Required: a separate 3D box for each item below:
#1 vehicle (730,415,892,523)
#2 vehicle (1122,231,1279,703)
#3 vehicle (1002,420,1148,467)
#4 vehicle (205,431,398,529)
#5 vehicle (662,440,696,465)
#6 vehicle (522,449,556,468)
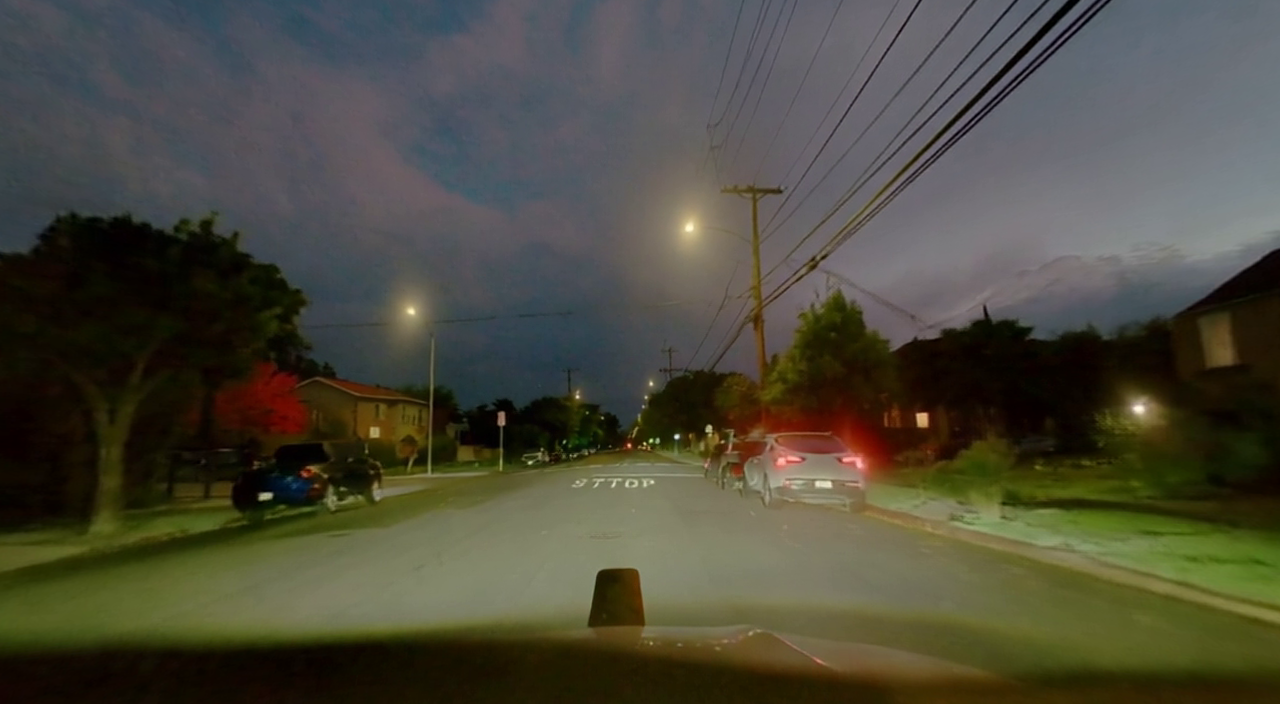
[{"bbox_3d":[3.162,2.280,12.737,1.993,1.778,4.311,0,-9,0],"label":"vehicle"},{"bbox_3d":[3.433,0.255,0.105,2.111,2.054,5.748,0,-9,0],"label":"vehicle"},{"bbox_3d":[19.221,4.071,28.094,4.826,1.933,2.166,1,-8,1],"label":"vehicle"},{"bbox_3d":[-7.315,2.858,14.272,1.980,1.664,4.342,-5,-11,-1],"label":"vehicle"},{"bbox_3d":[2.794,7.317,46.197,2.114,1.708,4.474,0,-9,-1],"label":"vehicle"},{"bbox_3d":[-7.530,7.933,47.321,1.926,1.307,3.909,0,-9,0],"label":"vehicle"}]
